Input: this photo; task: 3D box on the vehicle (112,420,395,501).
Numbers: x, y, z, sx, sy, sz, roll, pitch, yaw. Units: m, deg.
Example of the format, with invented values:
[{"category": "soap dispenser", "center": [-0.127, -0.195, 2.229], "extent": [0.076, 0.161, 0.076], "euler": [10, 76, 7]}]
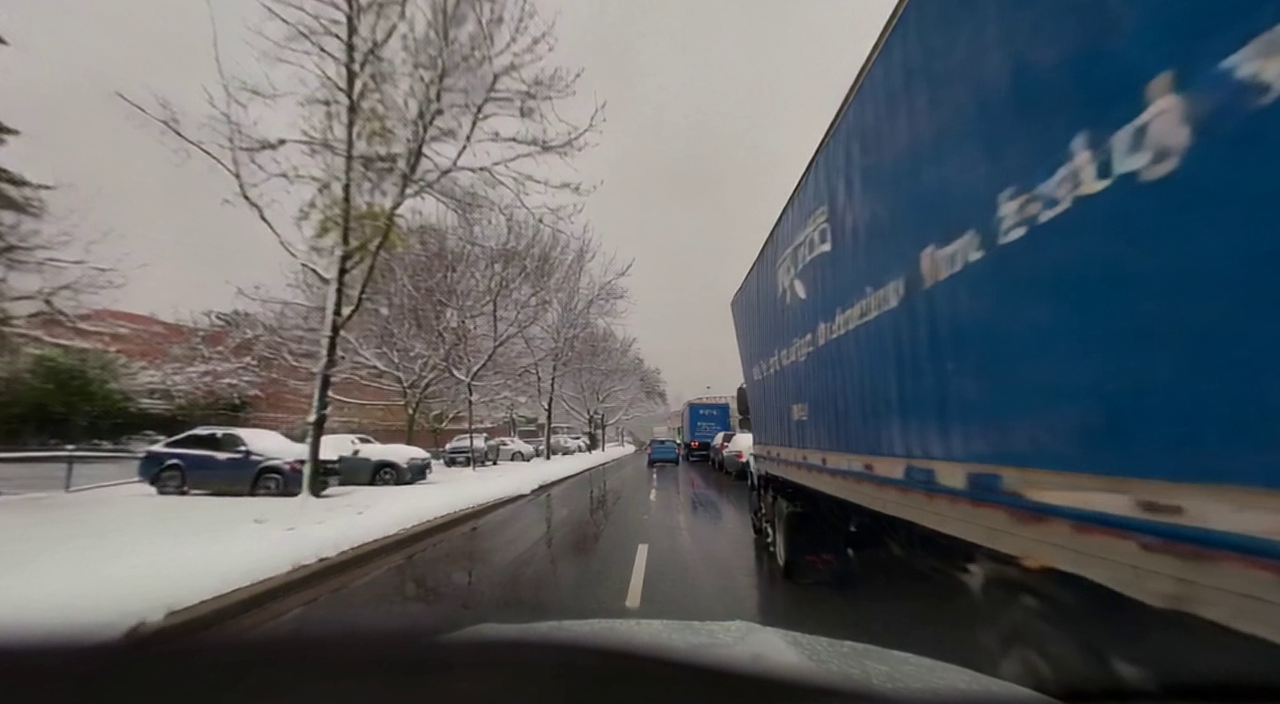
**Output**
[{"category": "vehicle", "center": [-7.694, 2.184, 12.889], "extent": [4.555, 1.517, 1.858], "euler": [0, -8, 2]}]

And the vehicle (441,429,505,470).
[{"category": "vehicle", "center": [-7.677, 4.510, 29.398], "extent": [1.996, 1.719, 4.382], "euler": [2, -8, -4]}]

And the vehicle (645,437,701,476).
[{"category": "vehicle", "center": [1.361, 4.312, 26.376], "extent": [2.160, 1.498, 3.909], "euler": [0, -8, 2]}]

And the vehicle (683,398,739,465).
[{"category": "vehicle", "center": [4.890, 5.909, 46.185], "extent": [2.865, 4.113, 14.471], "euler": [0, -8, 2]}]

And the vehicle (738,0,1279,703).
[{"category": "vehicle", "center": [3.038, 0.251, 5.294], "extent": [3.019, 3.659, 10.648], "euler": [0, -8, 2]}]

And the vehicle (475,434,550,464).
[{"category": "vehicle", "center": [-6.695, 5.118, 33.313], "extent": [3.569, 1.520, 1.797], "euler": [0, -8, 0]}]
